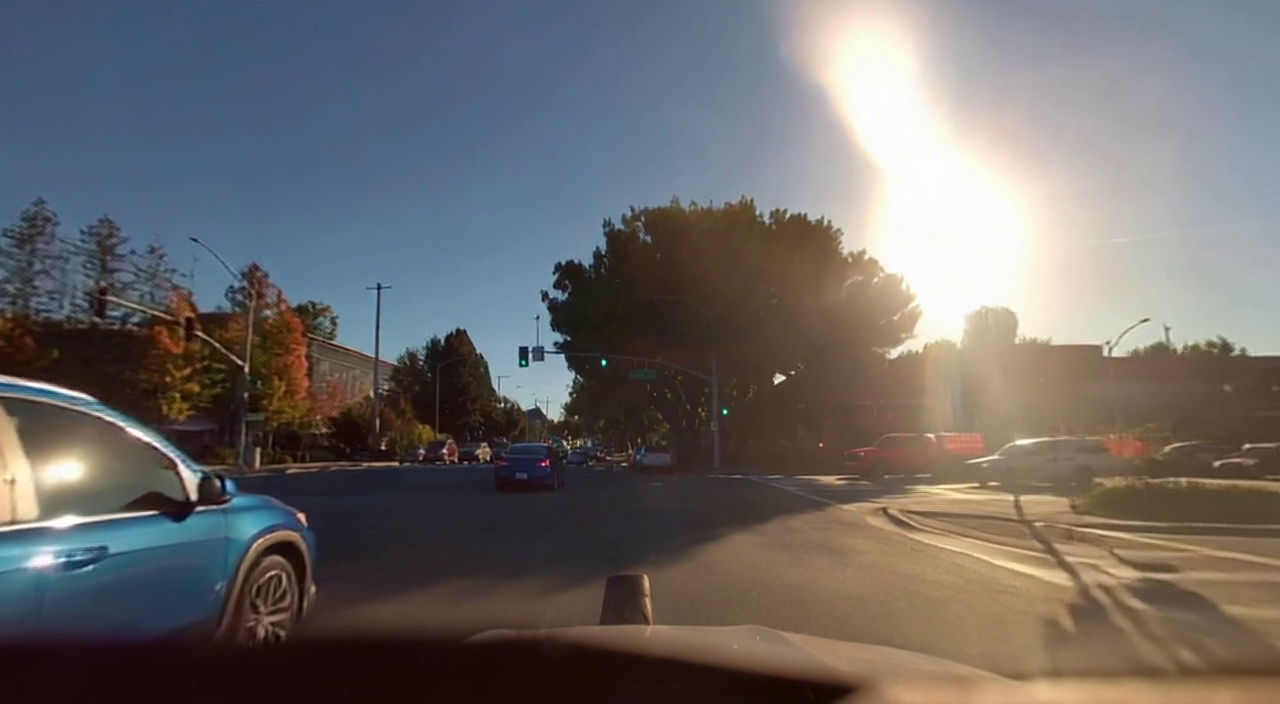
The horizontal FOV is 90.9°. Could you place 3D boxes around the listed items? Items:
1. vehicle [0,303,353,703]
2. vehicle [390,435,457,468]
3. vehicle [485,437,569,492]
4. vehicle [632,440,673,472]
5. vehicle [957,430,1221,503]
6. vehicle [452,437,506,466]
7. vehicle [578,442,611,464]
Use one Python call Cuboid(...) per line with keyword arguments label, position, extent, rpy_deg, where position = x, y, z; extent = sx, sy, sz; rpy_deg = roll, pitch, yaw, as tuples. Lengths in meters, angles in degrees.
Cuboid(label="vehicle", position=(-3.138, 0.740, 2.047), extent=(2.190, 1.766, 4.649), rpy_deg=(0, -8, 0))
Cuboid(label="vehicle", position=(-13.461, 6.189, 39.569), extent=(2.039, 1.904, 5.701), rpy_deg=(0, -8, 2))
Cuboid(label="vehicle", position=(-3.379, 3.423, 19.548), extent=(1.960, 1.528, 3.490), rpy_deg=(0, -8, 0))
Cuboid(label="vehicle", position=(0.665, 5.818, 35.394), extent=(2.163, 1.678, 3.846), rpy_deg=(0, -8, 0))
Cuboid(label="vehicle", position=(10.933, 2.861, 15.664), extent=(4.875, 1.473, 2.077), rpy_deg=(-2, -11, -1))
Cuboid(label="vehicle", position=(-9.905, 6.143, 39.164), extent=(1.990, 1.658, 4.569), rpy_deg=(0, -8, 1))
Cuboid(label="vehicle", position=(-3.178, 7.143, 44.851), extent=(2.013, 1.474, 4.393), rpy_deg=(0, -8, 1))
